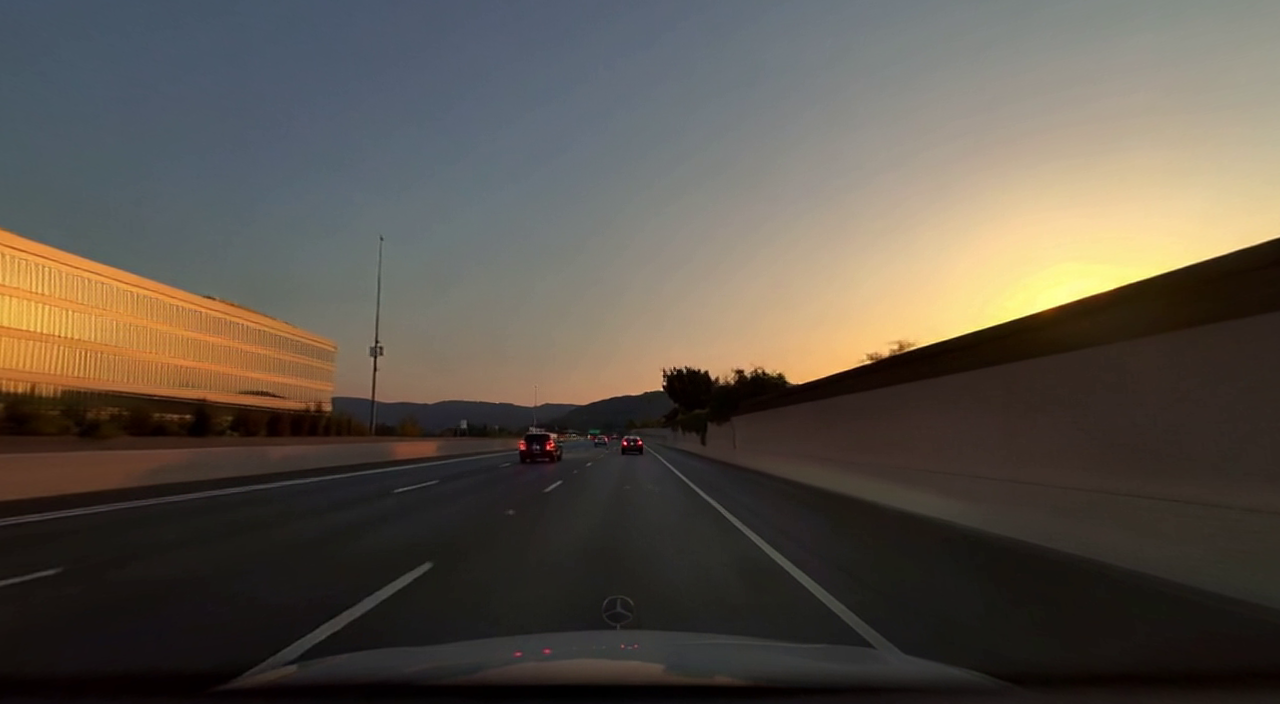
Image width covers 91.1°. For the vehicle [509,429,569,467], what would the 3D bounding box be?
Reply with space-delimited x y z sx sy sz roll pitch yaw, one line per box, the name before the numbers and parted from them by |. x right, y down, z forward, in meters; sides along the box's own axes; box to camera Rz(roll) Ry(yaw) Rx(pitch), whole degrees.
vehicle | -4.572 4.415 29.111 2.036 1.612 4.510 0 -8 0
